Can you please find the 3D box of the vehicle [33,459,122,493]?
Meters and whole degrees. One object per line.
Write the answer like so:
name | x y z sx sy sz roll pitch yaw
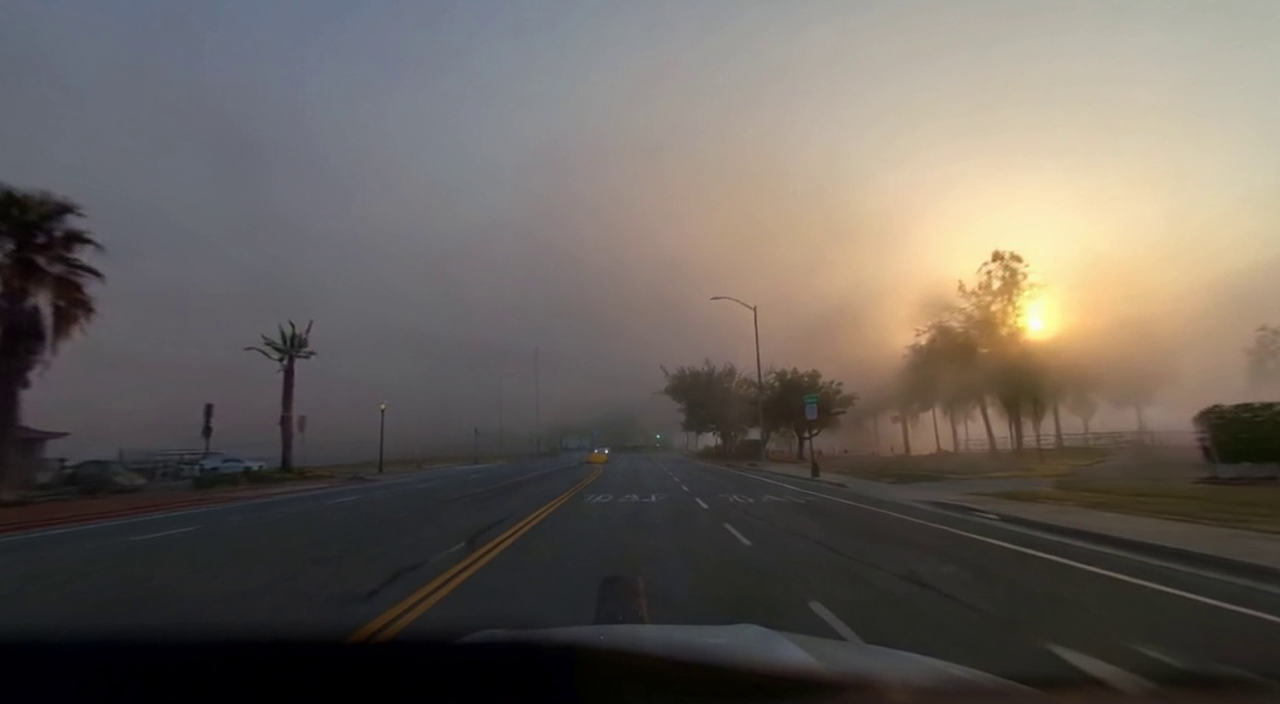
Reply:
vehicle | -28.014 6.130 31.450 4.634 1.513 1.841 -6 -10 30

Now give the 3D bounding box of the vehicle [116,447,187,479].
vehicle | -38.362 8.702 49.776 1.950 2.284 4.544 0 -8 -2

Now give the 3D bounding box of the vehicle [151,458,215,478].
vehicle | -35.625 9.006 49.361 1.783 1.440 4.423 0 -9 -2

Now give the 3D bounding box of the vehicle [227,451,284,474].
vehicle | -29.972 8.597 49.440 1.914 1.709 4.579 1 -9 -5
